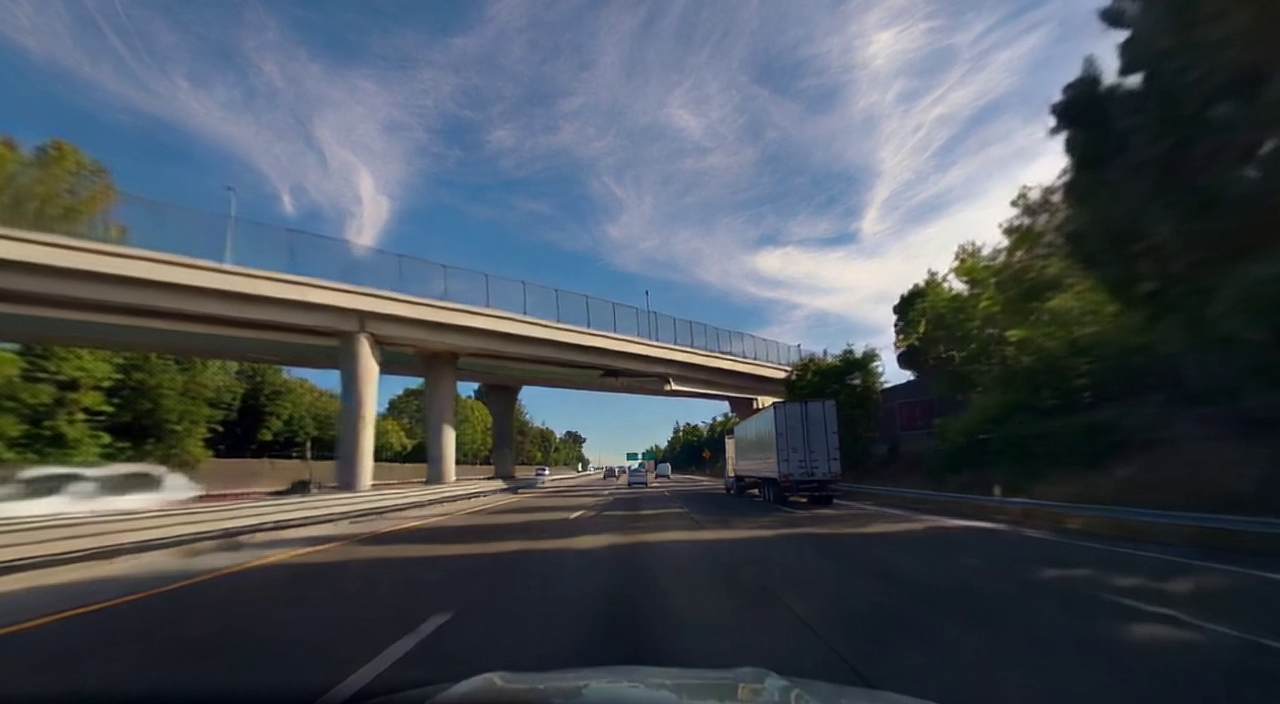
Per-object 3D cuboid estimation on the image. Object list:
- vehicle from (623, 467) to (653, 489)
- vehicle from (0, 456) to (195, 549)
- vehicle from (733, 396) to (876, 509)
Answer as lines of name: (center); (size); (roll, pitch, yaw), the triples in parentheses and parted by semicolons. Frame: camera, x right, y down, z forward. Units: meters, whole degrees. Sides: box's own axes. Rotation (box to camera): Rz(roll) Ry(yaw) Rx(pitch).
vehicle: (-0.151, 9.065, 45.577); (2.029, 1.459, 3.684); (1, -10, -1)
vehicle: (-11.164, 2.816, 12.316); (1.870, 1.478, 4.173); (1, -10, -1)
vehicle: (7.018, 4.920, 29.992); (2.926, 4.073, 13.836); (1, -10, -1)
